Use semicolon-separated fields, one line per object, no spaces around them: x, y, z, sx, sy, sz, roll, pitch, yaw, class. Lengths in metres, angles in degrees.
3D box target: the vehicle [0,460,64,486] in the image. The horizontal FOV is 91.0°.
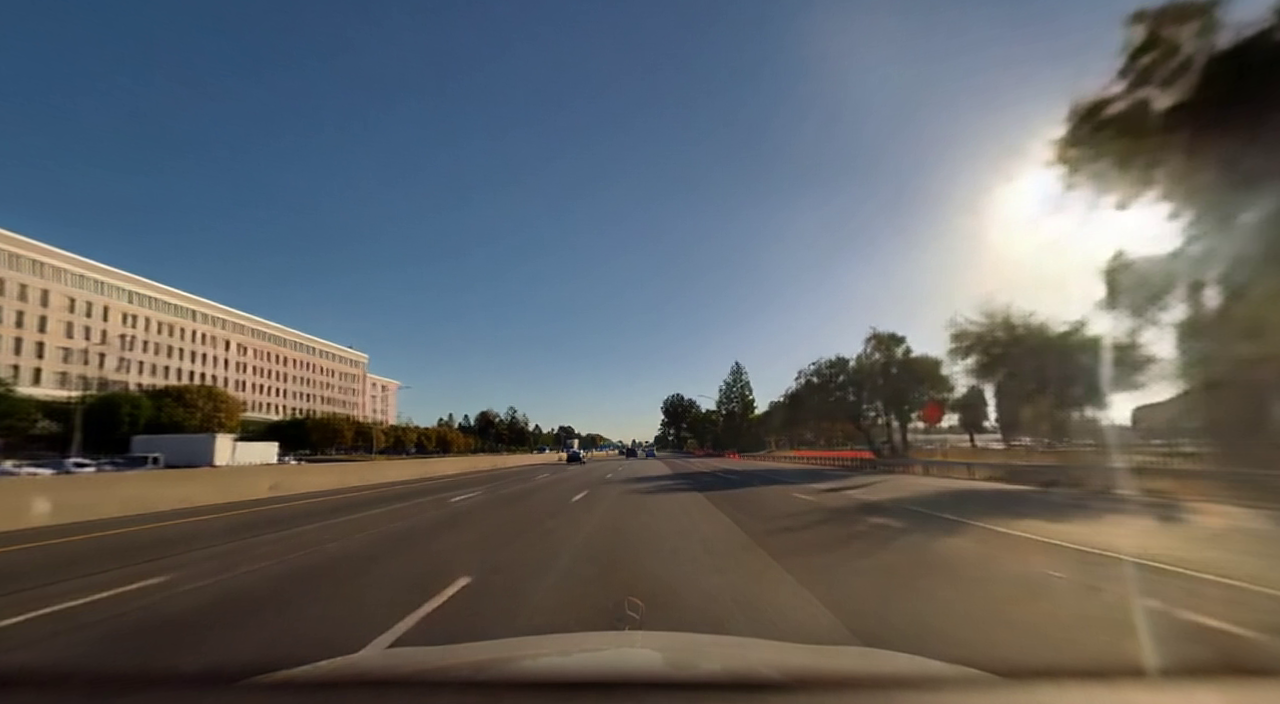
-37.246;7.233;37.755;3.852;1.492;1.615;-1;-9;5;vehicle
